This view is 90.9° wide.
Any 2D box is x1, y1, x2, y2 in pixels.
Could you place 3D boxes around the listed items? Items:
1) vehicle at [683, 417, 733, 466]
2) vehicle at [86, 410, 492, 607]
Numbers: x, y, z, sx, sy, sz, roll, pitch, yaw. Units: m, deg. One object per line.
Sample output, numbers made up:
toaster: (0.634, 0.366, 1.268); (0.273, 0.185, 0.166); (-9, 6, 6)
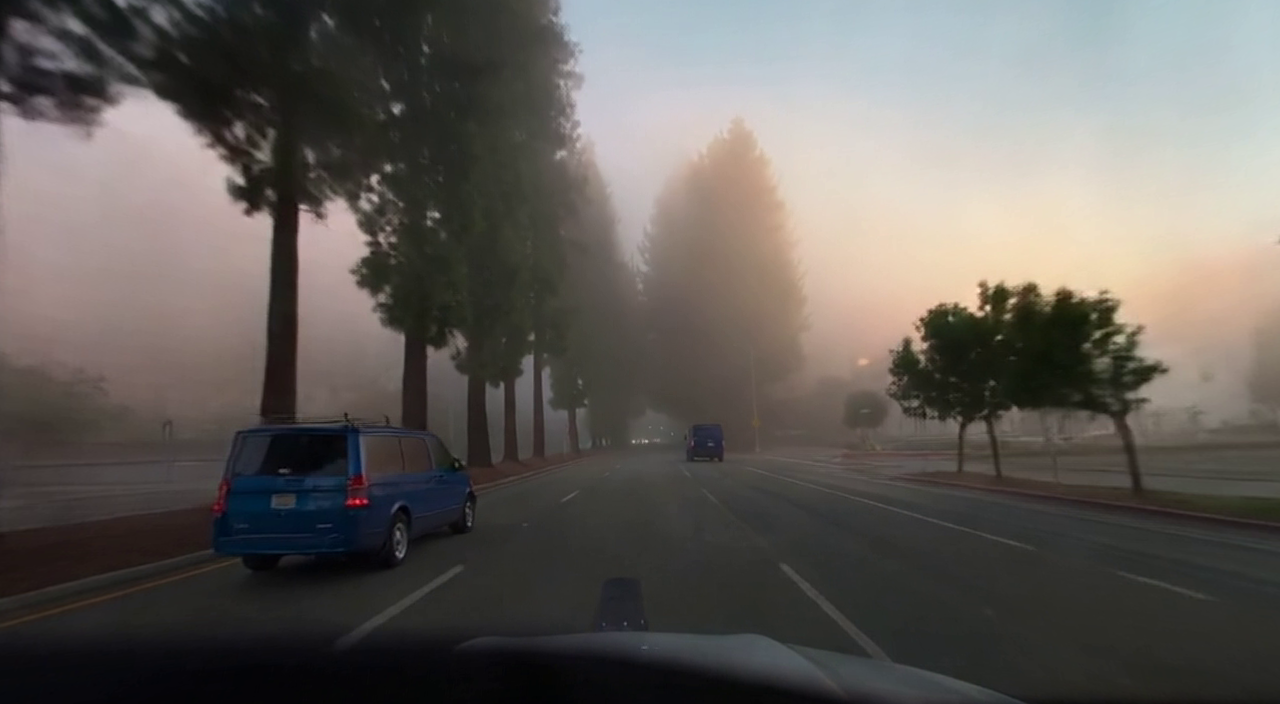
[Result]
vehicle: (3.908, 5.333, 37.442); (2.349, 2.671, 5.744); (0, -8, 1)
vehicle: (-3.442, 1.624, 7.521); (2.129, 1.602, 4.532); (0, -8, 2)
